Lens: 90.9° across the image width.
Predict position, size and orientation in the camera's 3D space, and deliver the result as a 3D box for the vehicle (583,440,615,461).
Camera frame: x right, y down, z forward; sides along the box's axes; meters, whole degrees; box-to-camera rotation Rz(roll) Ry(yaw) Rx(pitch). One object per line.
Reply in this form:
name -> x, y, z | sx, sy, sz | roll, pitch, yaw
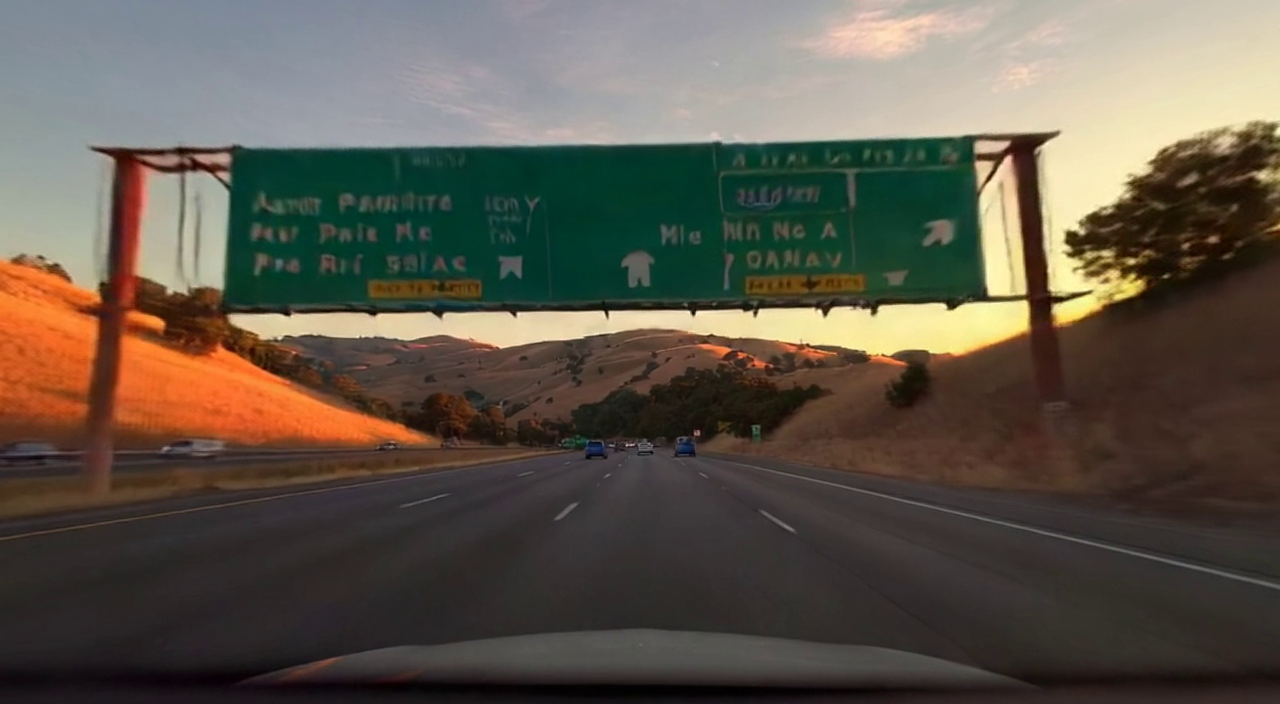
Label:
vehicle -> -3.192, 7.760, 49.976 | 2.159, 1.562, 4.441 | 0, -8, 1
